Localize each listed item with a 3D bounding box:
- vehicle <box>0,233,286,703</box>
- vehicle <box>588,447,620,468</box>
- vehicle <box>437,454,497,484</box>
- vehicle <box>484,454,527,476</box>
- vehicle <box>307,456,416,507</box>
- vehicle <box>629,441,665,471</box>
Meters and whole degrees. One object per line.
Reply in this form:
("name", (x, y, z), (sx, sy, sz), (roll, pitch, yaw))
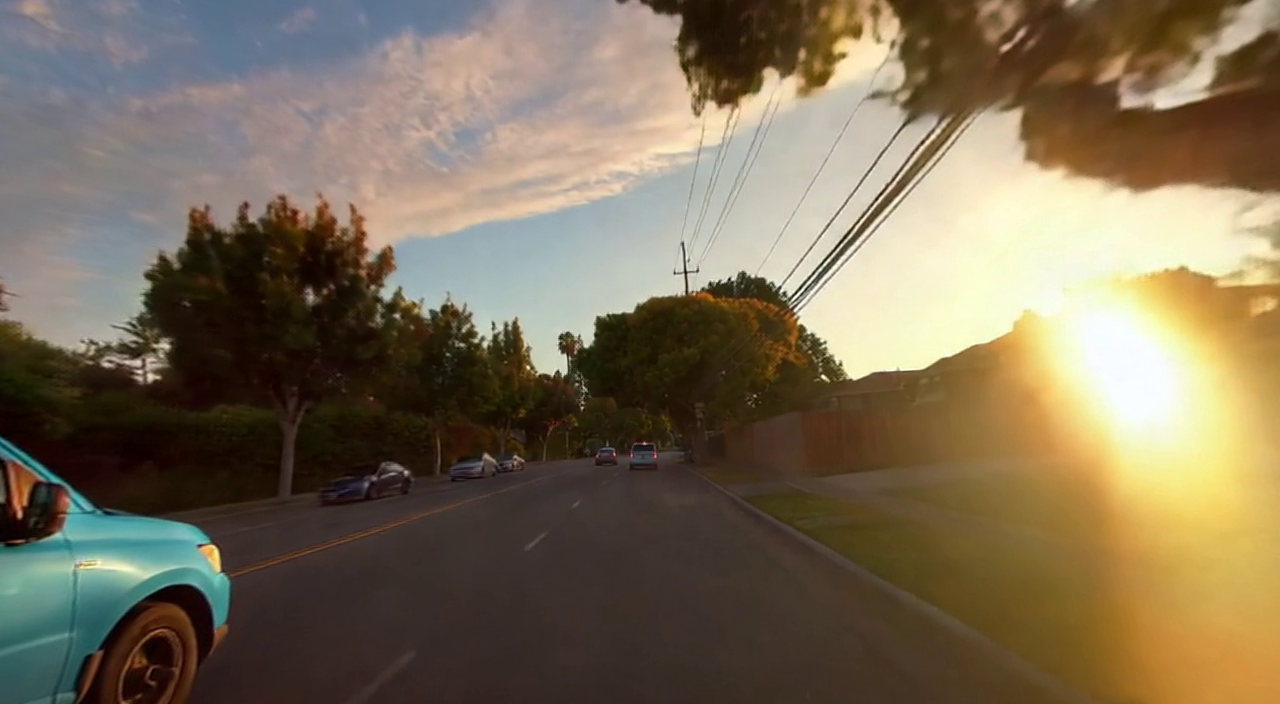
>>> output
("vehicle", (-3.476, 0.463, 1.019), (2.336, 2.152, 5.866), (0, -9, 0))
("vehicle", (-2.667, 7.928, 47.359), (1.968, 1.472, 4.489), (0, -9, 2))
("vehicle", (-9.585, 6.498, 35.345), (2.068, 1.480, 4.641), (-2, -9, 0))
("vehicle", (-9.562, 8.041, 45.128), (2.005, 1.471, 4.330), (0, -9, 2))
("vehicle", (-9.962, 4.614, 22.923), (1.879, 1.494, 4.445), (-4, -9, 1))
("vehicle", (0.423, 6.372, 38.785), (2.120, 1.718, 3.909), (0, -9, 1))
